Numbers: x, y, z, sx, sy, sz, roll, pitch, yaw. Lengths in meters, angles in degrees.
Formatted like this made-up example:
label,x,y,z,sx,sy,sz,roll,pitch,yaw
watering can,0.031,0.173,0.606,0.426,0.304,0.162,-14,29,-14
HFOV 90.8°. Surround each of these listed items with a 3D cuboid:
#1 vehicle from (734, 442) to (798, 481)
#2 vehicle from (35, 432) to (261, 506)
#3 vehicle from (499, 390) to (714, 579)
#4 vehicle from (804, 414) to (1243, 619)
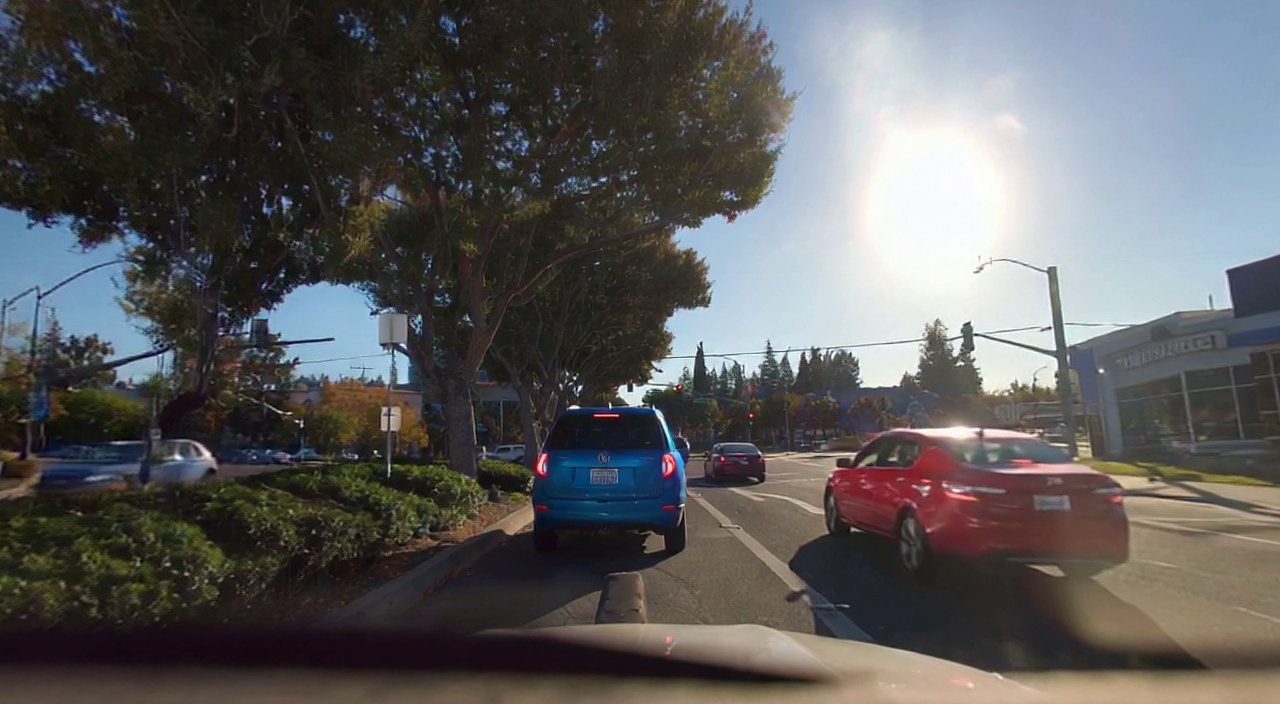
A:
label,x,y,z,sx,sy,sz,roll,pitch,yaw
vehicle,5.223,4.554,26.666,1.883,1.496,4.236,0,-9,1
vehicle,-12.765,3.049,16.958,2.108,1.683,4.861,0,-9,0
vehicle,-0.299,1.644,8.606,2.096,1.837,4.687,0,-9,1
vehicle,3.570,1.618,7.303,2.098,1.555,4.778,0,-9,0
